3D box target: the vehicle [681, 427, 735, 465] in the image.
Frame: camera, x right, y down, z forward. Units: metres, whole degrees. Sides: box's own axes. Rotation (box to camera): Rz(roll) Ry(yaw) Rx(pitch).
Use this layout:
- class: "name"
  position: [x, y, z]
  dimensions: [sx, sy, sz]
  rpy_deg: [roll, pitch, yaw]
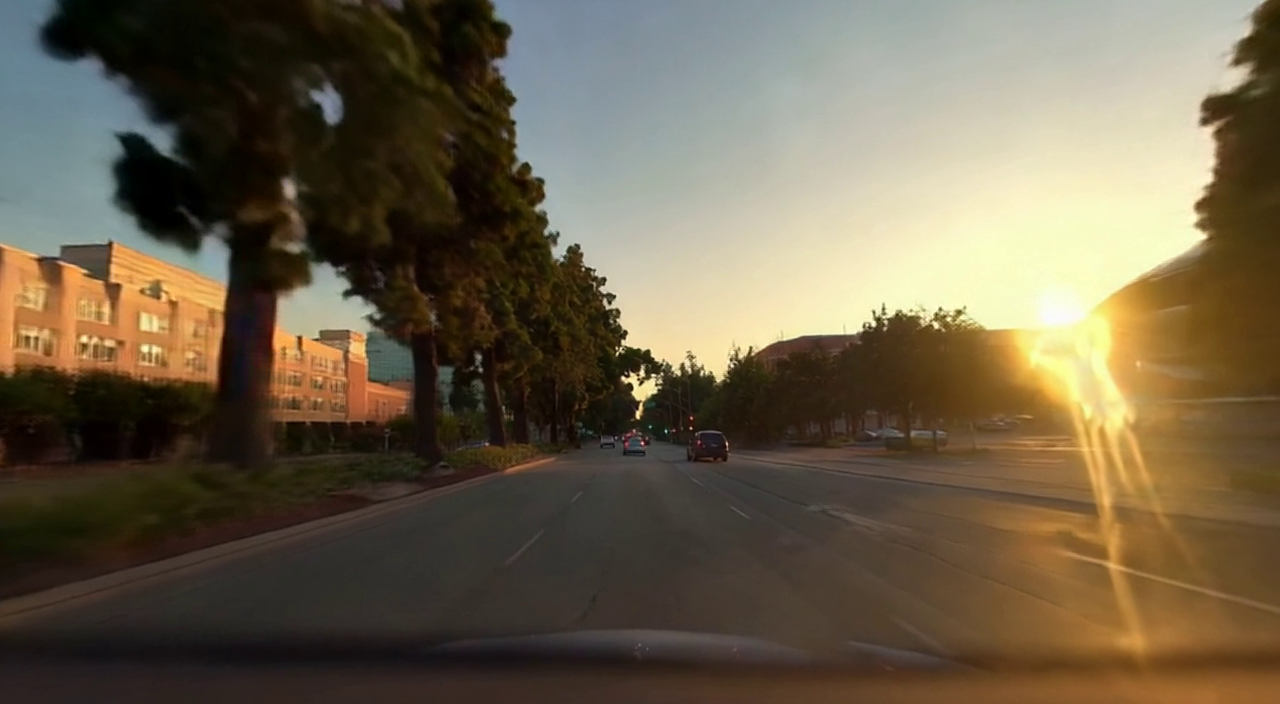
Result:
- class: "vehicle"
  position: [3.387, 4.807, 32.292]
  dimensions: [2.181, 1.781, 4.257]
  rpy_deg: [0, -8, -1]

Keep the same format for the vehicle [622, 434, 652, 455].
- class: "vehicle"
  position: [-0.250, 6.691, 45.518]
  dimensions: [2.039, 1.455, 3.826]
  rpy_deg: [0, -8, -1]
